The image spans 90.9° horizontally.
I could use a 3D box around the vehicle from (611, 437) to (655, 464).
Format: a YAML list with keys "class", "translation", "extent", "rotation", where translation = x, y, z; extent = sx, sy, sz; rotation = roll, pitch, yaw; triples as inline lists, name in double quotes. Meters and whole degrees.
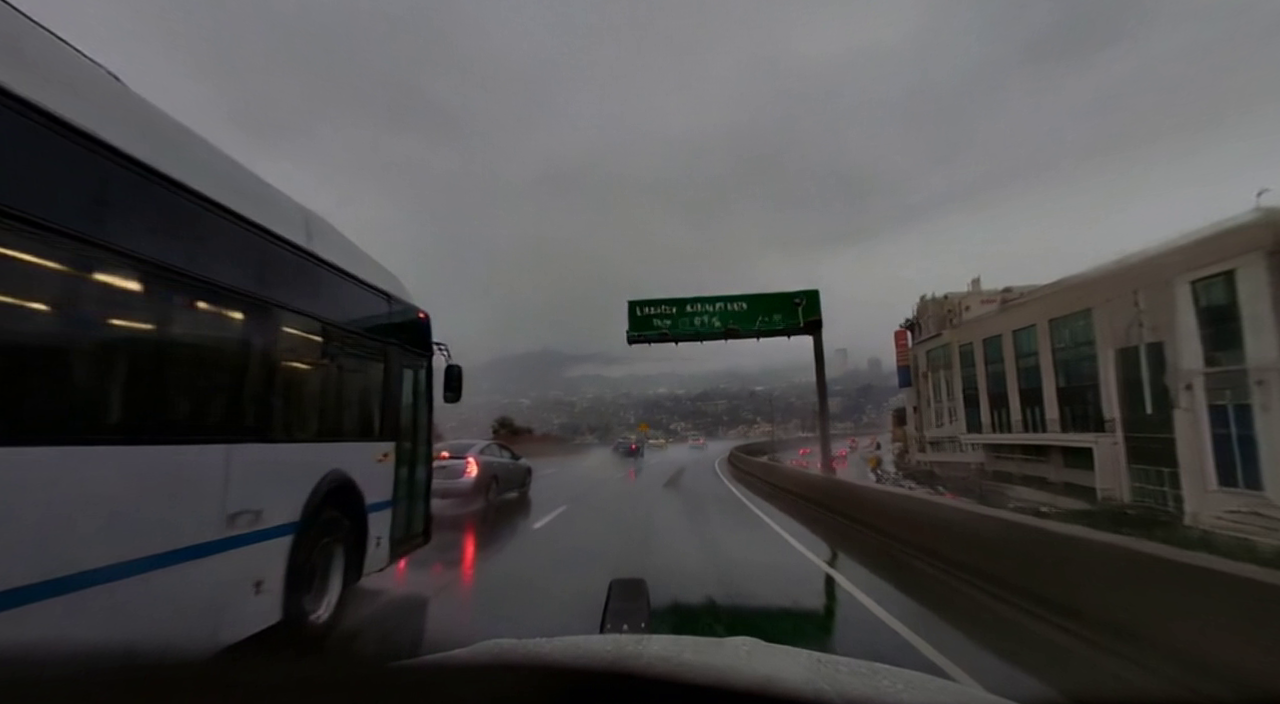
- class: "vehicle"
  translation: [-0.329, 5.714, 36.655]
  extent: [1.928, 1.455, 4.361]
  rotation: [-2, -9, 8]

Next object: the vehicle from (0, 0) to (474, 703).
- class: "vehicle"
  translation: [-3.300, 0.153, 2.333]
  extent: [2.888, 2.944, 8.373]
  rotation: [-1, -9, 2]
